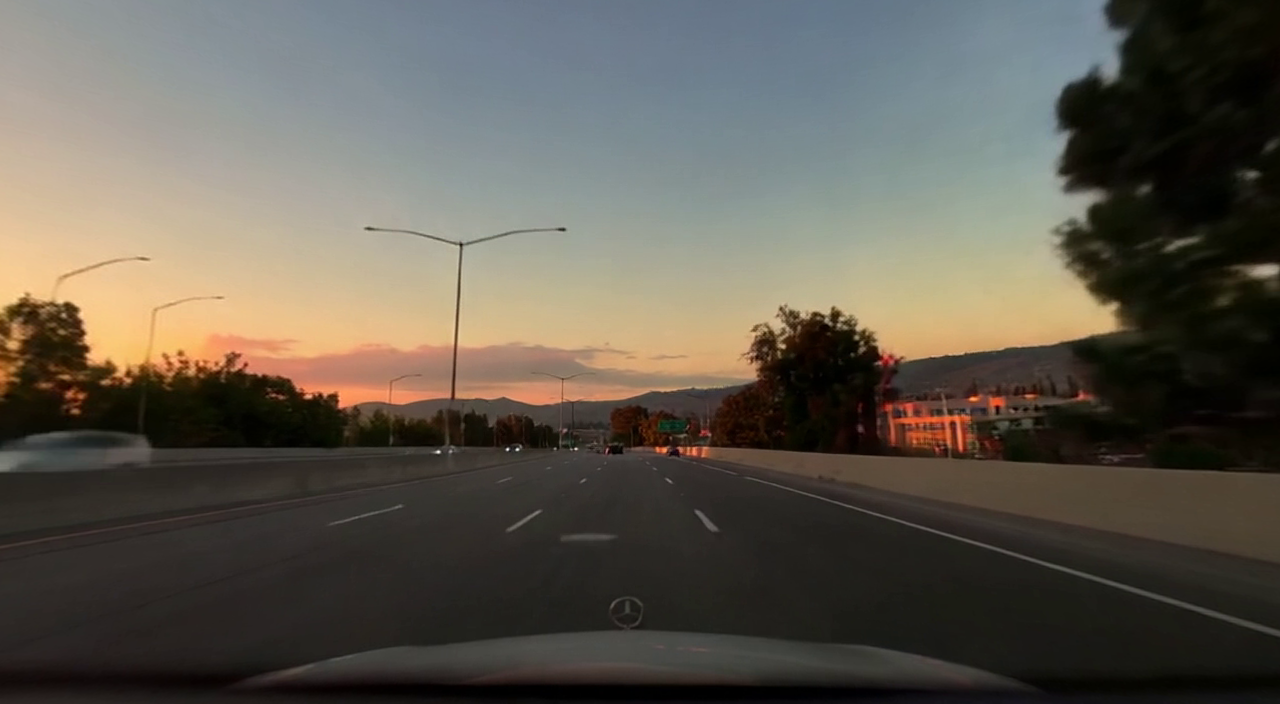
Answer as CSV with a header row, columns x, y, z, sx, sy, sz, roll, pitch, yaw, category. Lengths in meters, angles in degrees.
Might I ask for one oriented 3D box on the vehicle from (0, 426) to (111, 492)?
x,y,z,sx,sy,sz,roll,pitch,yaw,category
-16.396,2.715,16.251,2.215,1.569,3.866,1,-8,-2,vehicle
